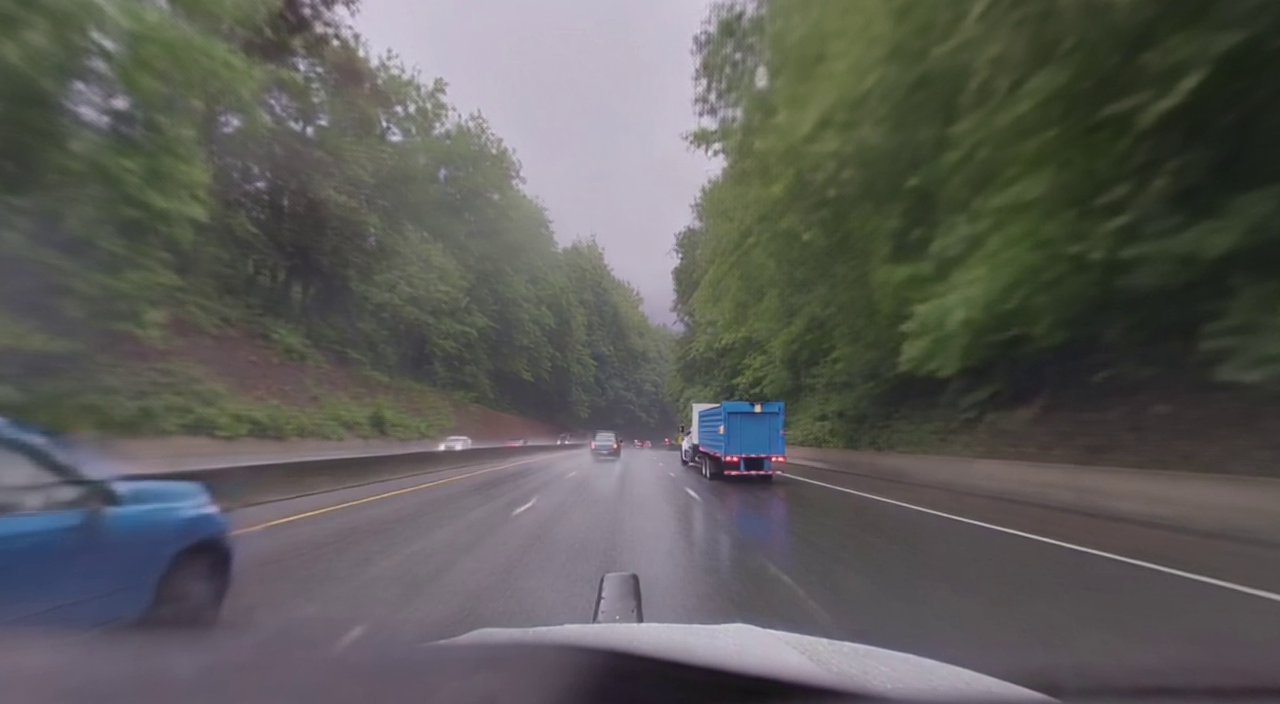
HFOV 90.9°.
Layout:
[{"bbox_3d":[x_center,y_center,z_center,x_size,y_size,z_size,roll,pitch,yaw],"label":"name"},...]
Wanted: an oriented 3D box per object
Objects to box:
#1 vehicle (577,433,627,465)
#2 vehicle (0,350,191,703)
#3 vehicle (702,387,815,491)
[{"bbox_3d":[-1.882,5.036,33.033,2.195,1.529,4.572,0,-8,2],"label":"vehicle"},{"bbox_3d":[-3.125,0.625,0.852,2.008,1.588,4.147,0,-8,-1],"label":"vehicle"},{"bbox_3d":[3.136,2.418,17.692,2.256,2.568,4.049,0,-8,-1],"label":"vehicle"}]
